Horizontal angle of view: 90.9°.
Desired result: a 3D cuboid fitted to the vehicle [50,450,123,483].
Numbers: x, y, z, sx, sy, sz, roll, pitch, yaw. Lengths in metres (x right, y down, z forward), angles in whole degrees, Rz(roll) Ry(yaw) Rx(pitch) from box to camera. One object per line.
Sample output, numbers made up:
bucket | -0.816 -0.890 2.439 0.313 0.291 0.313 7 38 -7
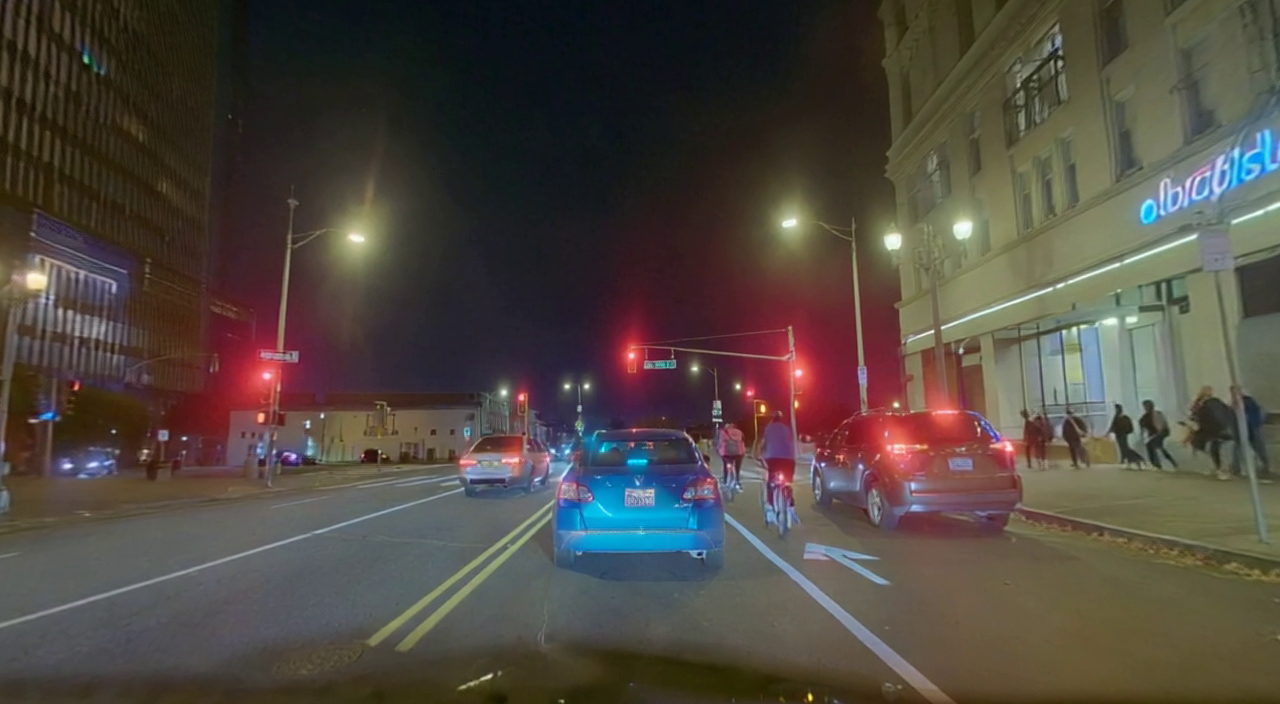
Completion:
vehicle | -31.816 6.558 36.375 2.264 1.722 4.721 5 -10 -31

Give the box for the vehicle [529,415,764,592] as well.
vehicle | 0.032 1.657 7.711 2.091 1.557 4.000 0 -9 -1

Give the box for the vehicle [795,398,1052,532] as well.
vehicle | 4.513 1.916 11.138 2.142 1.829 4.767 0 -9 -2

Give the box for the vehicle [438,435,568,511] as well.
vehicle | -2.943 2.712 14.634 2.039 1.452 4.489 0 -9 0
